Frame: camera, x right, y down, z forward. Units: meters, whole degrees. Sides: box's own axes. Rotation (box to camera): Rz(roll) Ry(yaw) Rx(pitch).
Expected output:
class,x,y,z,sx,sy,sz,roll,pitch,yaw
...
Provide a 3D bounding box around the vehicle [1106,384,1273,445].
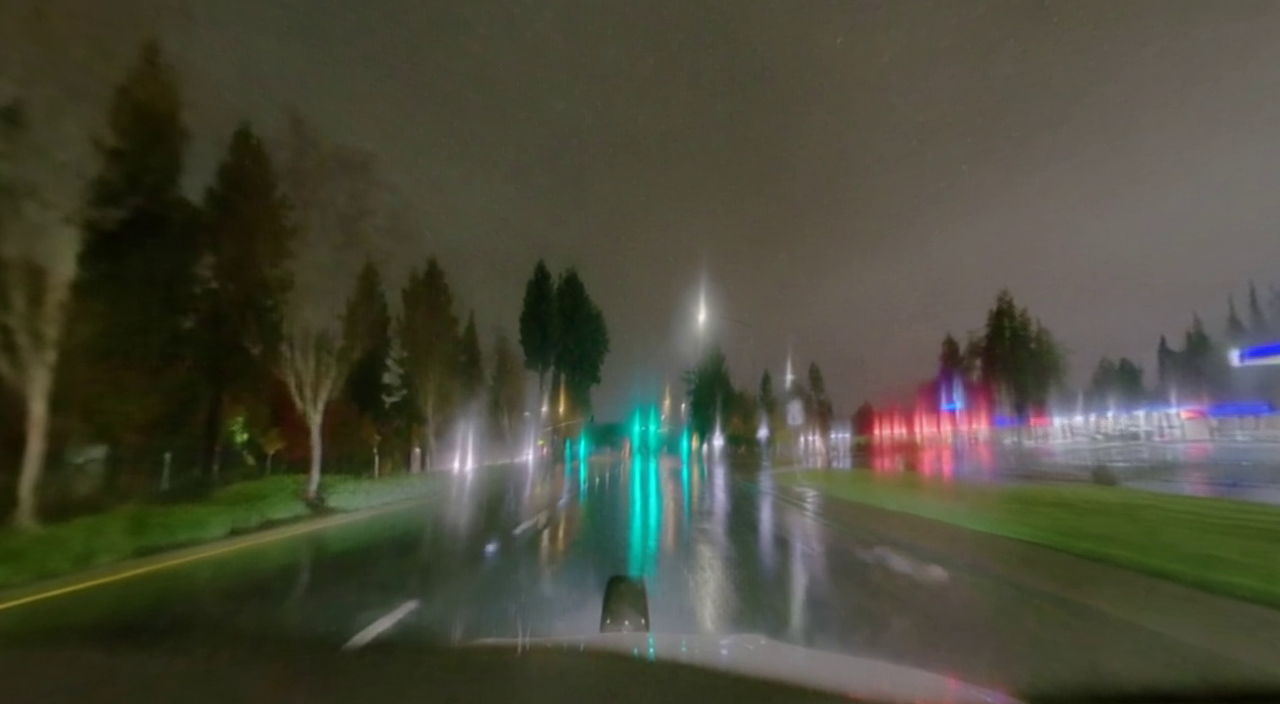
class,x,y,z,sx,sy,sz,roll,pitch,yaw
vehicle,41.687,4.874,48.318,8.935,3.546,2.885,-13,-10,37
